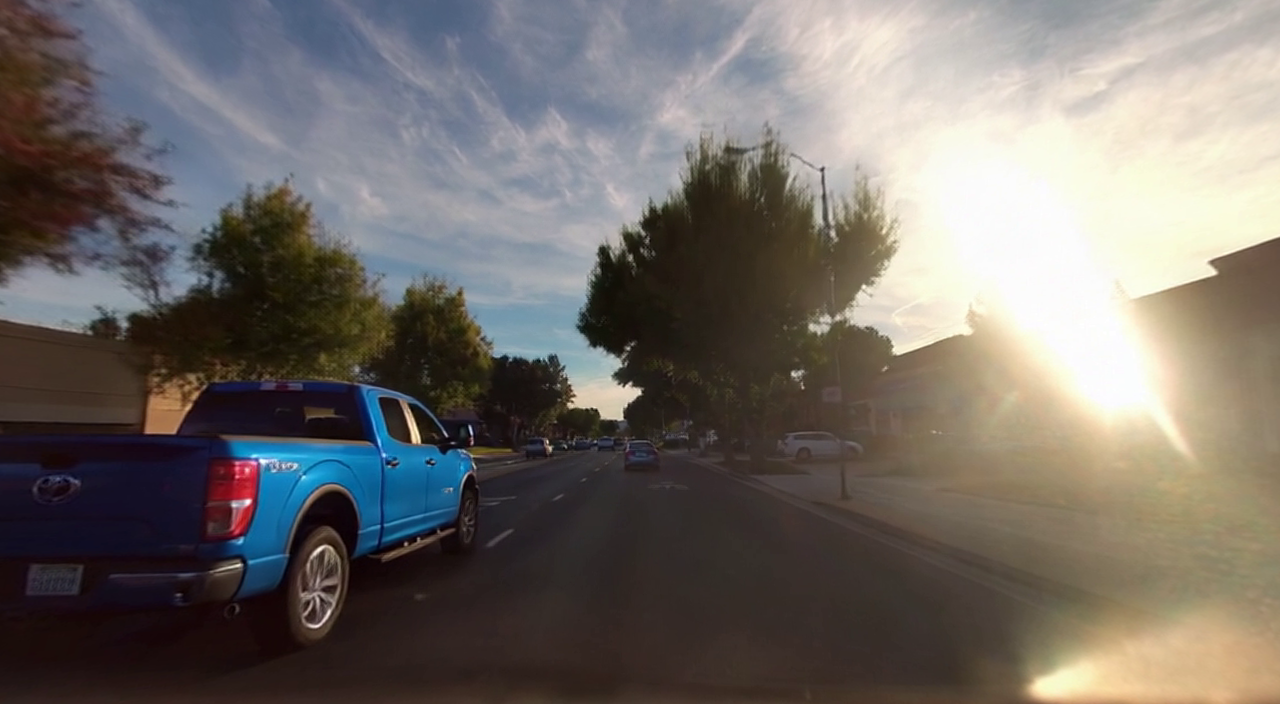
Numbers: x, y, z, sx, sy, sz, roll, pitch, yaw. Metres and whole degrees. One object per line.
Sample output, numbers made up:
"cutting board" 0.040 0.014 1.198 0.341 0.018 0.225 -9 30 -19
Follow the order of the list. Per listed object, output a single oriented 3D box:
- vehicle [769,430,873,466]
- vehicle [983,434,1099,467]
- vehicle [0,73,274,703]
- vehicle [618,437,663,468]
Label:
"vehicle" 9.403 4.988 32.627 5.109 1.735 1.997 4 -9 -25
"vehicle" 20.531 5.039 32.371 4.836 1.567 2.051 -5 -10 31
"vehicle" -3.510 0.182 0.833 2.733 2.495 5.037 0 -8 3
"vehicle" 0.023 5.318 33.359 2.191 1.530 4.470 0 -8 0
